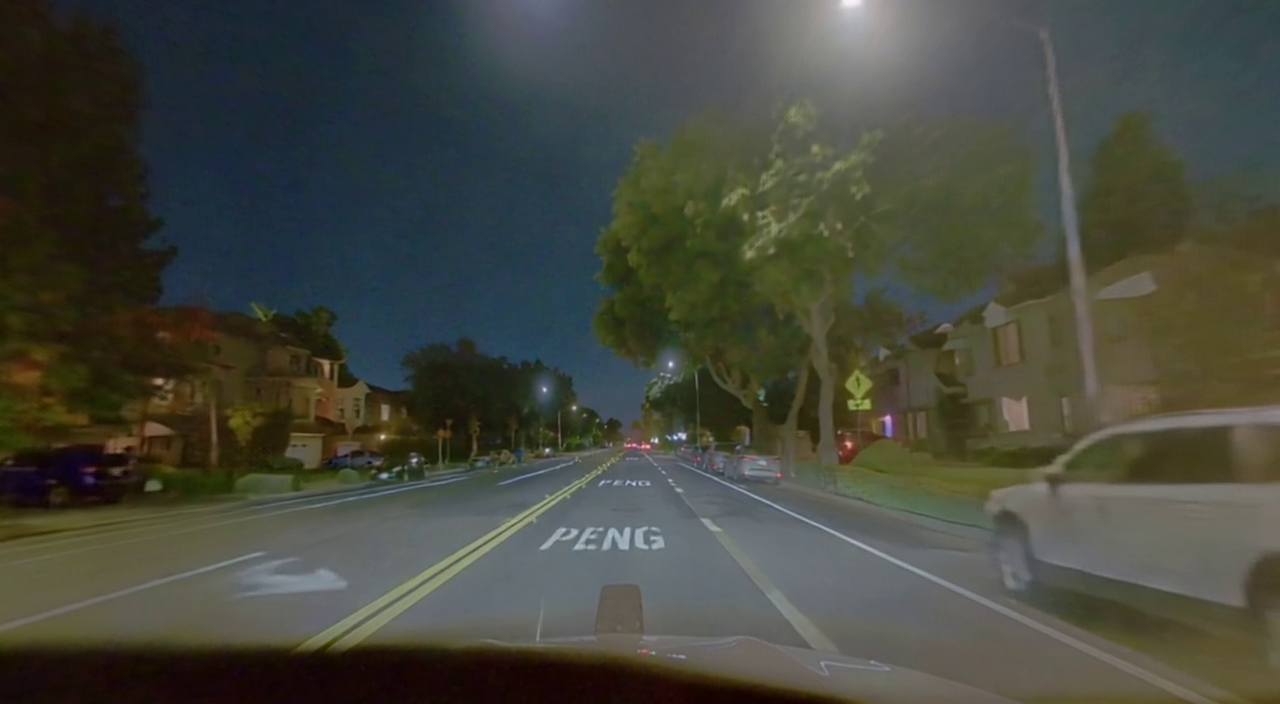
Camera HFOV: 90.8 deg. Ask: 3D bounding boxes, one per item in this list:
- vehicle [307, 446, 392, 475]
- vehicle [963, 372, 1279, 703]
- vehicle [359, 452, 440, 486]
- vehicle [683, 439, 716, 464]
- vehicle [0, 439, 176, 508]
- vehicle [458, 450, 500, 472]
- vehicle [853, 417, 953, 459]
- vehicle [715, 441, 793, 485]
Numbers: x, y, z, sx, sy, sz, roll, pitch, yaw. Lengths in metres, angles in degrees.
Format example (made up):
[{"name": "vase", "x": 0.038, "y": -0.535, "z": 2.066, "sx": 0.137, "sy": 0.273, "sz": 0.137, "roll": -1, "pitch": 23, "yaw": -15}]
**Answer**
[{"name": "vehicle", "x": -17.903, "y": 6.673, "z": 39.037, "sx": 4.310, "sy": 1.705, "sz": 1.905, "roll": -1, "pitch": -9, "yaw": 3}, {"name": "vehicle", "x": 4.312, "y": 1.112, "z": 4.091, "sx": 2.027, "sy": 1.751, "sz": 4.433, "roll": 0, "pitch": -9, "yaw": 0}, {"name": "vehicle", "x": -11.547, "y": 5.631, "z": 30.729, "sx": 2.079, "sy": 1.509, "sz": 4.591, "roll": 0, "pitch": -9, "yaw": 1}, {"name": "vehicle", "x": 4.405, "y": 7.455, "z": 47.421, "sx": 1.993, "sy": 1.743, "sz": 4.525, "roll": 0, "pitch": -9, "yaw": -1}, {"name": "vehicle", "x": -17.617, "y": 3.641, "z": 19.288, "sx": 5.764, "sy": 1.898, "sz": 2.201, "roll": -2, "pitch": -9, "yaw": 13}, {"name": "vehicle", "x": -11.687, "y": 7.940, "z": 46.151, "sx": 1.867, "sy": 1.452, "sz": 4.331, "roll": -1, "pitch": -9, "yaw": 1}, {"name": "vehicle", "x": 13.224, "y": 4.381, "z": 31.963, "sx": 4.180, "sy": 1.707, "sz": 2.083, "roll": 4, "pitch": -9, "yaw": 1}, {"name": "vehicle", "x": 4.305, "y": 4.298, "z": 24.728, "sx": 1.920, "sy": 1.541, "sz": 4.709, "roll": 0, "pitch": -9, "yaw": -3}]
